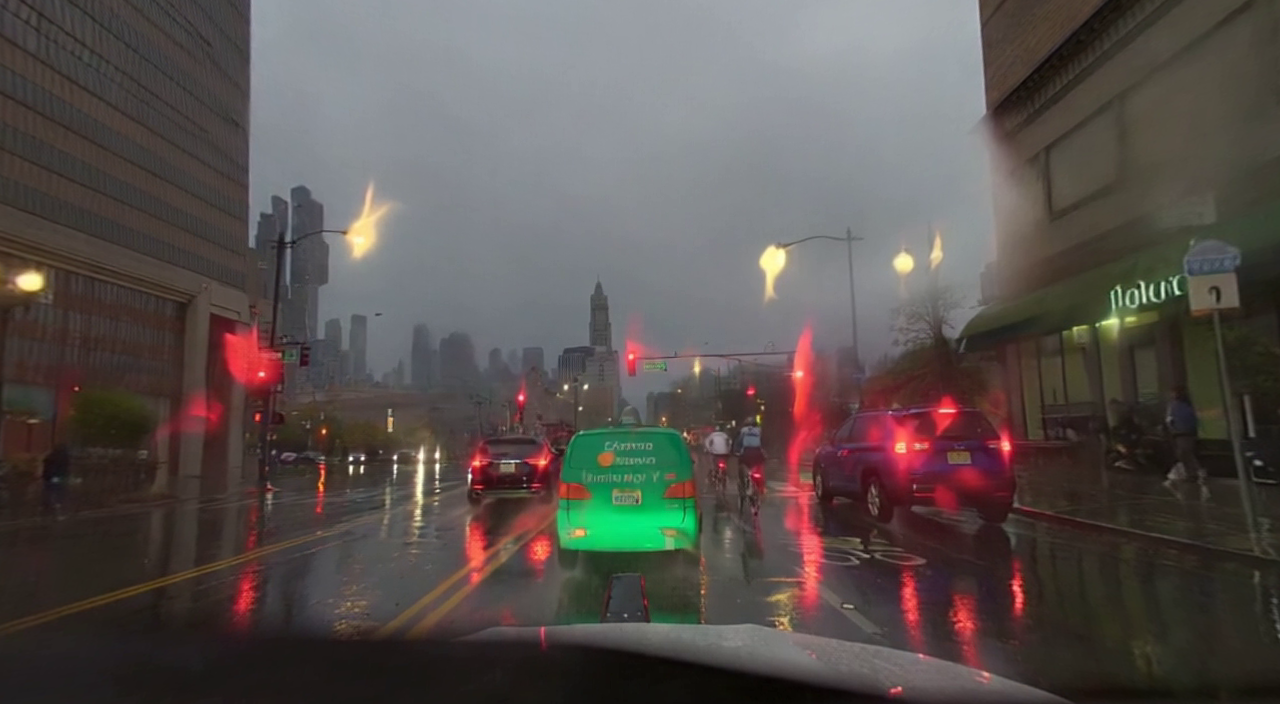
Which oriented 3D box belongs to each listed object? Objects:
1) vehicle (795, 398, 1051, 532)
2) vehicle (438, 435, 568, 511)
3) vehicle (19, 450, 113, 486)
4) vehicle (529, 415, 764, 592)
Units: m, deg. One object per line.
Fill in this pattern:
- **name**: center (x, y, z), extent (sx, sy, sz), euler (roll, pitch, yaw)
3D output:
- **vehicle**: center (4.515, 1.917, 11.145), extent (2.142, 1.829, 4.767), euler (0, -9, -2)
- **vehicle**: center (-2.939, 2.711, 14.635), extent (2.039, 1.452, 4.489), euler (0, -9, 0)
- **vehicle**: center (-30.231, 6.081, 33.399), extent (2.264, 1.722, 4.721), euler (4, -9, -25)
- **vehicle**: center (0.035, 1.652, 7.700), extent (2.091, 1.557, 4.000), euler (0, -9, -1)
